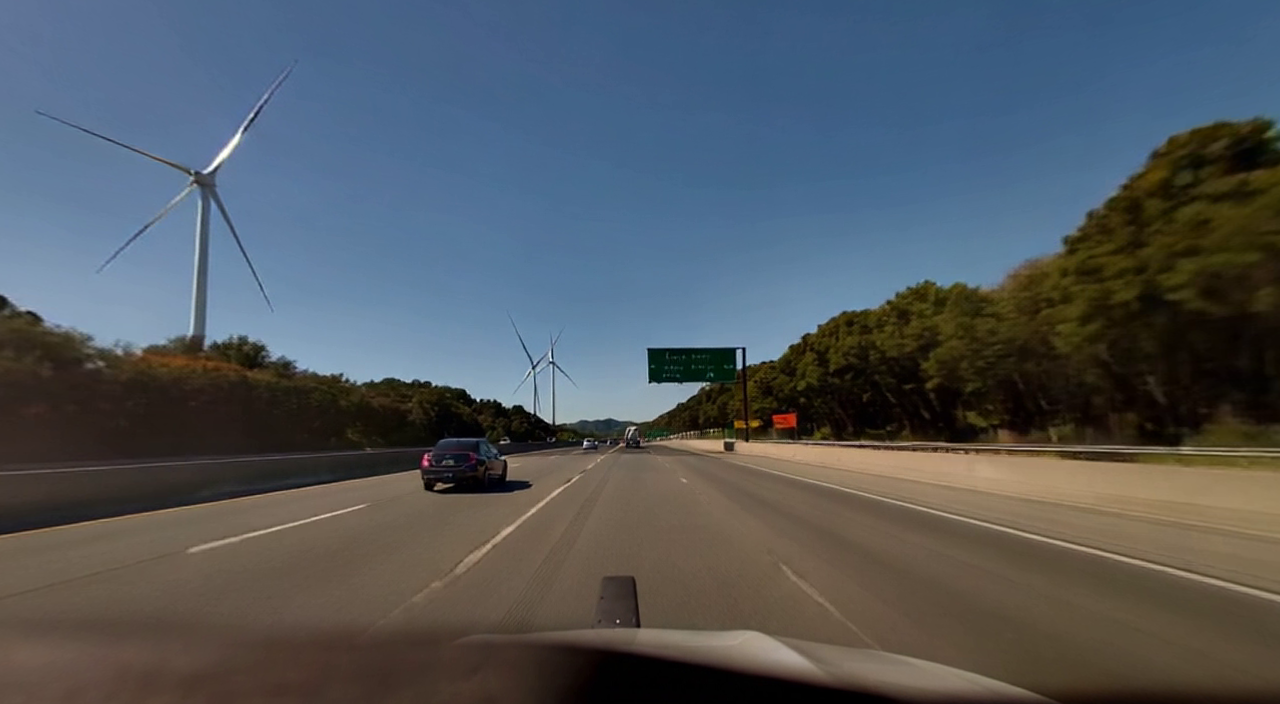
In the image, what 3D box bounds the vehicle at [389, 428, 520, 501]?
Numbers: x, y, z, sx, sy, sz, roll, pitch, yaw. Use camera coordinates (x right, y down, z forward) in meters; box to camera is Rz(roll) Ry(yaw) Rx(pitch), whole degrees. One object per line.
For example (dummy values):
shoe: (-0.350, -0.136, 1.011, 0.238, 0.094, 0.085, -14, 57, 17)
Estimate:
vehicle: (-4.246, 2.613, 15.159, 1.950, 1.511, 3.965, 0, -8, 0)
